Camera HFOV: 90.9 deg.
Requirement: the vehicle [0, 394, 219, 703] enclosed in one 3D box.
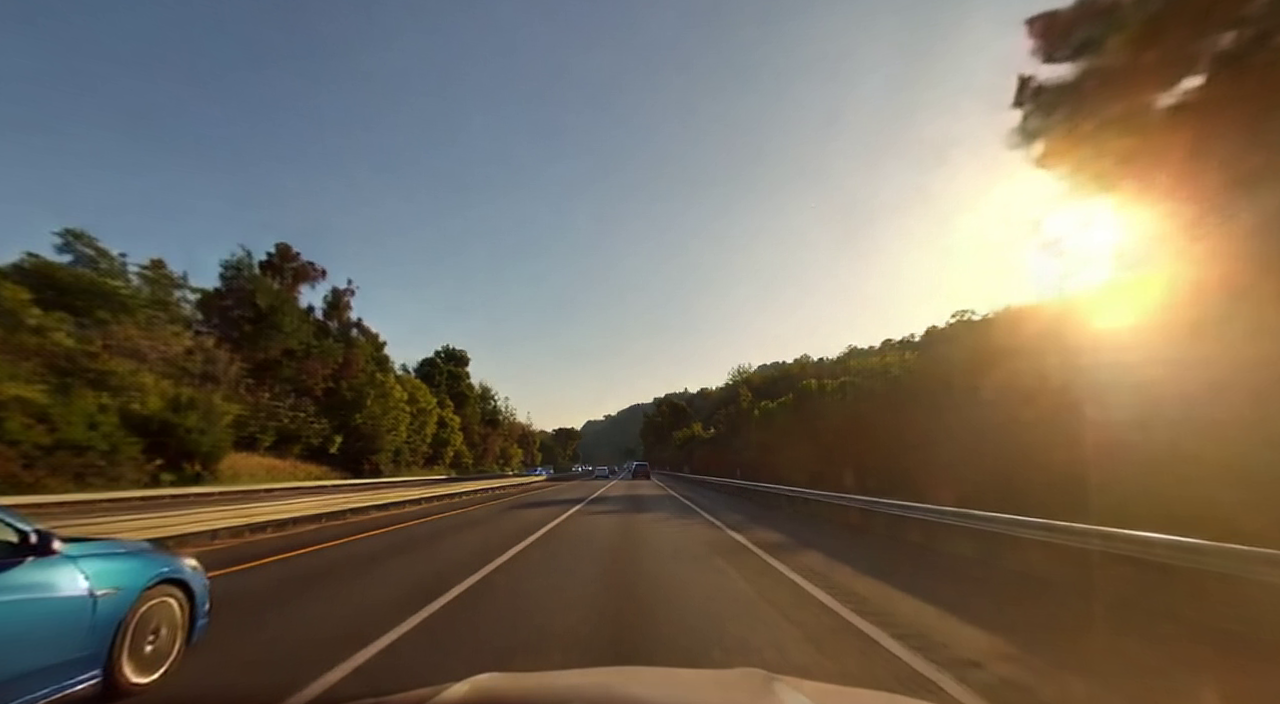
[{"bbox_3d":[-3.456,0.749,1.535,2.017,1.516,4.041,1,-11,0],"label":"vehicle"}]
